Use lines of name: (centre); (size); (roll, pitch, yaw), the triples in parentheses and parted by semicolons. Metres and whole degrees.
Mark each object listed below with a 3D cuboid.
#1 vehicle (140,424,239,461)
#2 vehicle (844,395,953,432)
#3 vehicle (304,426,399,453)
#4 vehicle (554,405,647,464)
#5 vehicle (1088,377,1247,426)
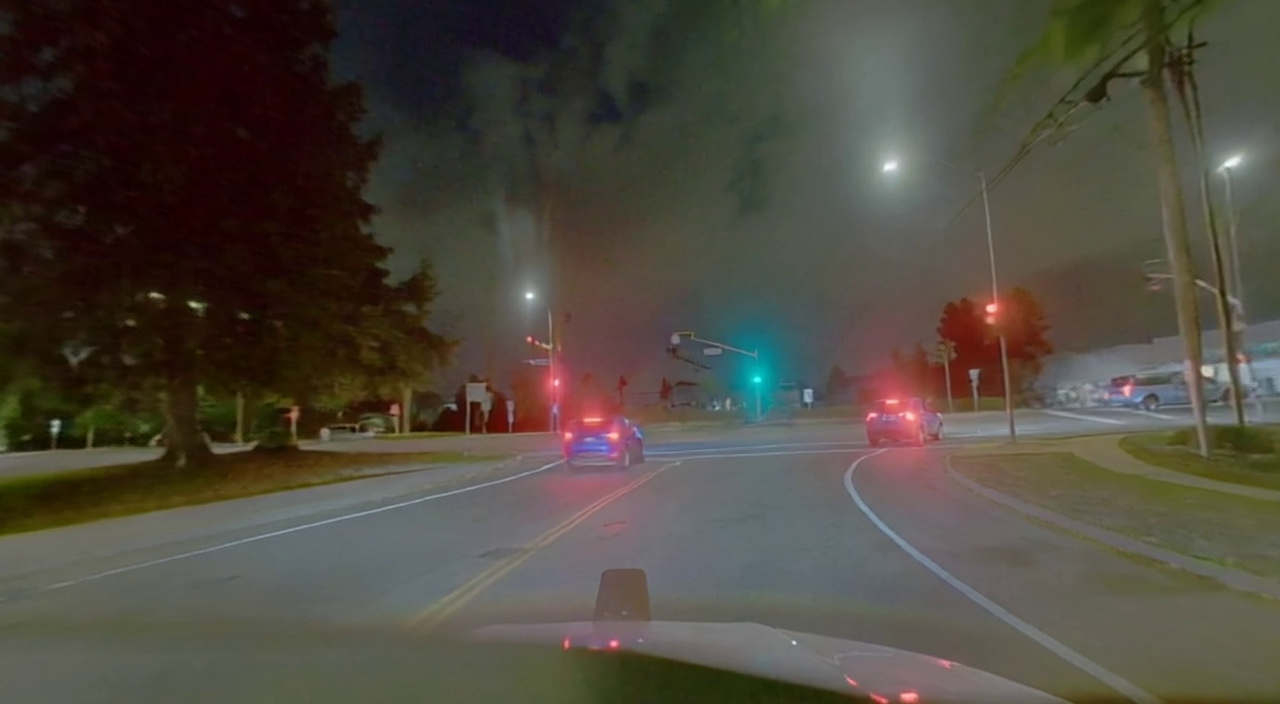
vehicle: (-27.737, 5.547, 38.828); (4.928, 1.843, 2.055); (-4, -2, 10)
vehicle: (12.659, 3.067, 31.171); (4.636, 1.668, 1.935); (-2, -8, 12)
vehicle: (-16.729, 5.064, 36.602); (4.610, 1.476, 2.021); (-2, -8, 10)
vehicle: (-1.162, 2.829, 21.268); (1.928, 1.726, 4.704); (-2, -9, 12)
vehicle: (23.816, 2.320, 28.685); (4.950, 2.022, 2.221); (-2, -8, 11)
